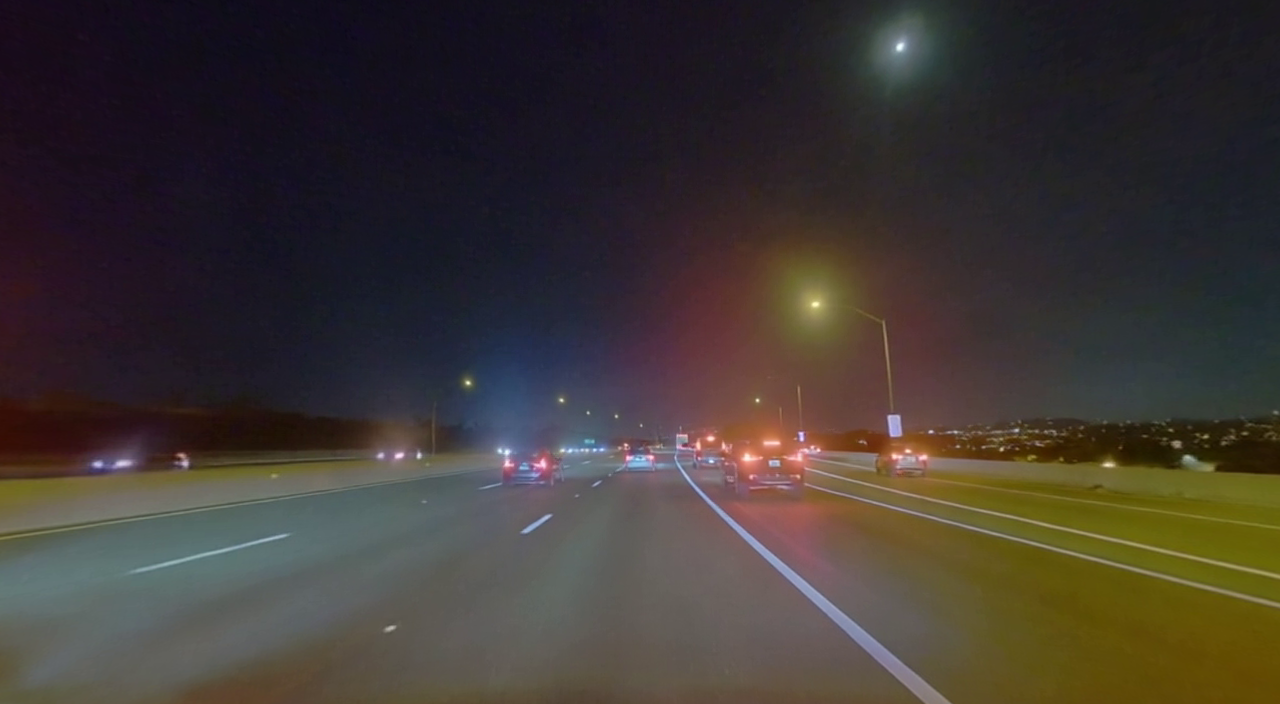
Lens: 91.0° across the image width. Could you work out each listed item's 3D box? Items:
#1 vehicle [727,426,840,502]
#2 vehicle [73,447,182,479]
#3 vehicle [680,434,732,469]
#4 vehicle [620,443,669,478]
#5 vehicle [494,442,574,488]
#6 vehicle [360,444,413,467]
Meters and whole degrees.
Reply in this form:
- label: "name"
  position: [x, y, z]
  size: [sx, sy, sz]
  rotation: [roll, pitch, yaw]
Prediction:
- label: "vehicle"
  position: [3.648, 2.945, 16.898]
  size: [2.045, 1.768, 4.249]
  rotation: [0, -9, 0]
- label: "vehicle"
  position: [-26.324, 5.680, 32.562]
  size: [1.882, 1.507, 4.506]
  rotation: [0, -9, -1]
- label: "vehicle"
  position: [4.226, 6.576, 41.775]
  size: [2.802, 2.151, 6.579]
  rotation: [0, -9, 1]
- label: "vehicle"
  position: [0.226, 4.967, 28.980]
  size: [2.071, 1.478, 4.130]
  rotation: [0, -9, 1]
- label: "vehicle"
  position: [-3.675, 4.018, 22.740]
  size: [1.996, 1.488, 4.451]
  rotation: [0, -9, 2]
- label: "vehicle"
  position: [-19.285, 7.892, 48.081]
  size: [2.033, 1.684, 4.440]
  rotation: [0, -9, 2]
